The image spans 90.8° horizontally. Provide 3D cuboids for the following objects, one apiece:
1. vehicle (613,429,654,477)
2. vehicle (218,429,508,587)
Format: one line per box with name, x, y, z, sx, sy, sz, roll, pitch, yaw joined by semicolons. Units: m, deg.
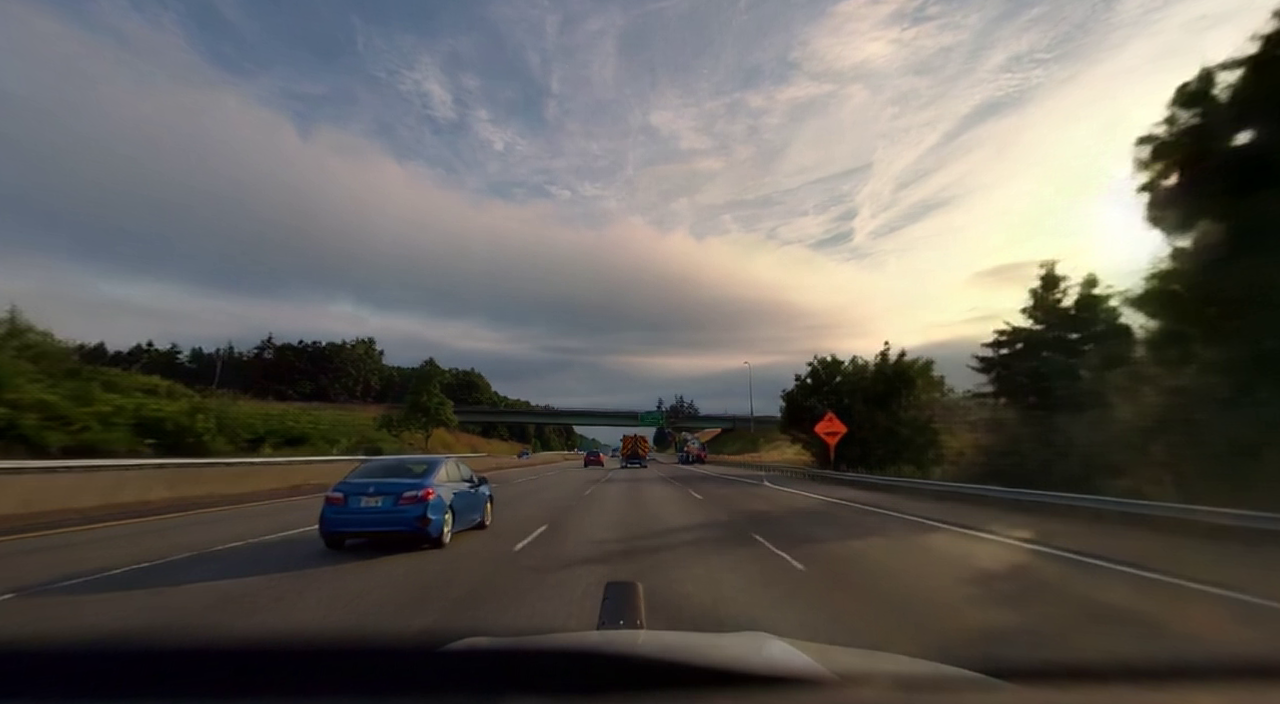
vehicle;-0.547;7.066;44.401;2.672;3.056;6.900;0;-9;-2
vehicle;-3.361;1.970;8.796;2.088;1.643;4.215;0;-9;0
